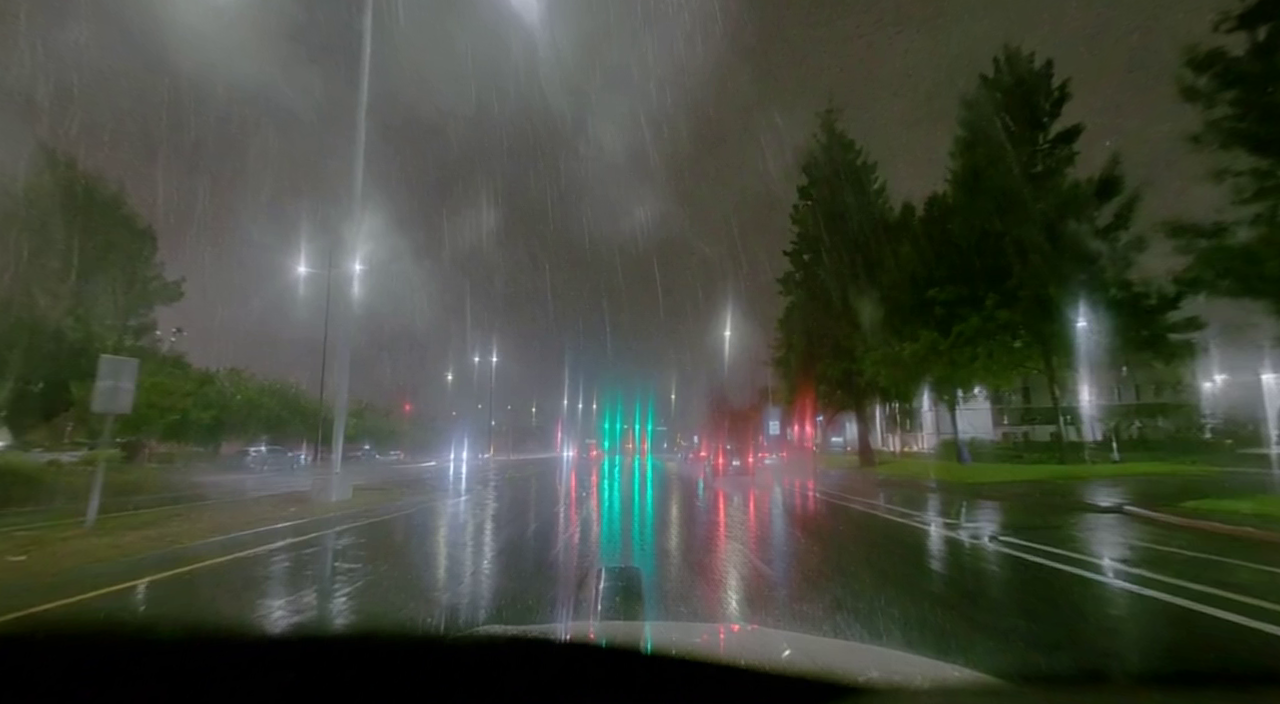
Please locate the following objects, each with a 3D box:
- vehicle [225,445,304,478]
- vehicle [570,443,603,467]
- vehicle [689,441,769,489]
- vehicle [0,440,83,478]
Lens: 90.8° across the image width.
[{"bbox_3d":[-22.439,6.543,38.003,1.995,1.801,4.711,0,-9,-2],"label":"vehicle"},{"bbox_3d":[-3.656,7.165,44.082,1.935,1.617,4.045,0,-9,0],"label":"vehicle"},{"bbox_3d":[2.947,3.852,21.850,1.966,1.449,4.290,0,-9,-2],"label":"vehicle"},{"bbox_3d":[-30.618,5.262,31.112,4.321,1.783,2.075,0,-9,1],"label":"vehicle"}]
